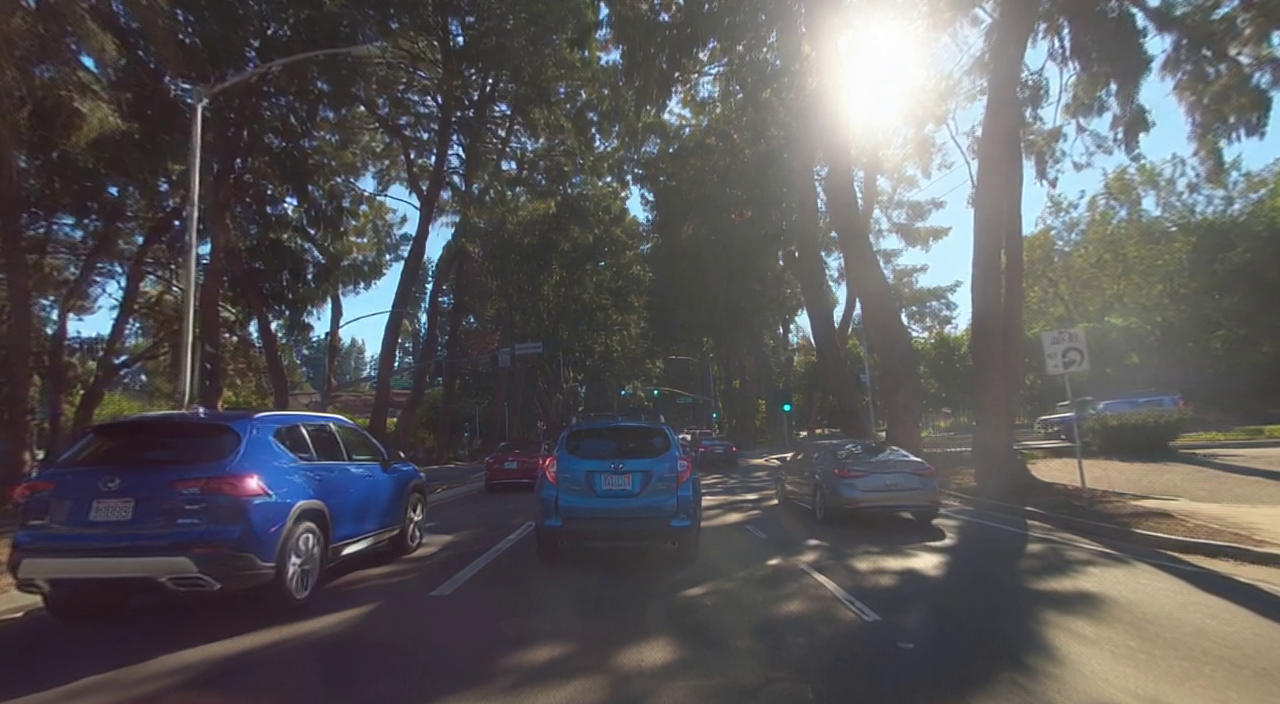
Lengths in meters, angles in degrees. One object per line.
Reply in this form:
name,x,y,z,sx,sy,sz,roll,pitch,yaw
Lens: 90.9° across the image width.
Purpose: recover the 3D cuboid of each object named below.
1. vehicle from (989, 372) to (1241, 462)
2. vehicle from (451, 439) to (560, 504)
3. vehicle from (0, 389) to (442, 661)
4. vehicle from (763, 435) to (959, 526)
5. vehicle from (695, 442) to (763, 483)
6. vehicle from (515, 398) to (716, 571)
vehicle,17.860,2.512,24.061,7.314,3.230,2.680,0,-8,-1
vehicle,-3.393,3.094,16.755,1.897,1.479,4.204,0,-8,1
vehicle,-3.698,1.413,6.206,2.039,1.709,4.265,0,-8,1
vehicle,4.167,2.489,12.918,2.036,1.480,4.659,0,-8,-4
vehicle,3.382,4.290,24.848,1.996,1.443,4.270,0,-8,-1
vehicle,-0.246,1.736,9.007,2.132,1.816,4.471,0,-8,0
